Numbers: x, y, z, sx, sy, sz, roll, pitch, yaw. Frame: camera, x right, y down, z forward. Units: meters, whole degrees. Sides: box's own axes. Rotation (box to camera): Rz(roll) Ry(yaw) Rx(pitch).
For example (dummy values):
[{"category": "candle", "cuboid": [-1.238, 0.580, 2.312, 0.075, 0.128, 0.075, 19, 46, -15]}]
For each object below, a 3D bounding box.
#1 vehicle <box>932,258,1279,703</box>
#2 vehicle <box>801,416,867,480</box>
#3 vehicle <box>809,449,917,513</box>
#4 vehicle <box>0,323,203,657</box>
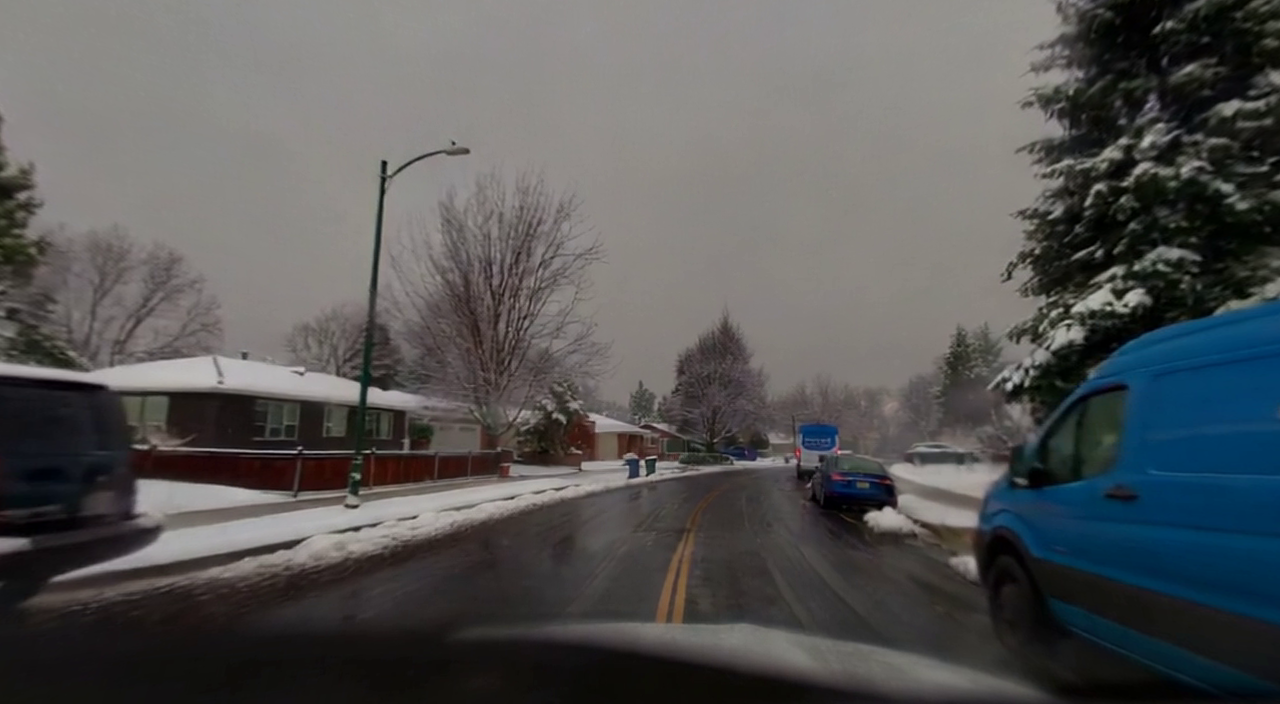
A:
[{"category": "vehicle", "cuboid": [3.547, 0.633, 1.640, 2.748, 2.031, 6.288, 0, -8, 2]}, {"category": "vehicle", "cuboid": [9.500, 4.648, 30.700, 2.684, 2.712, 6.197, -3, -9, 19]}, {"category": "vehicle", "cuboid": [5.497, 3.180, 16.147, 1.835, 1.349, 4.285, -1, -9, 9]}, {"category": "vehicle", "cuboid": [-7.209, 0.826, 4.388, 6.291, 2.113, 2.673, 2, -8, 1]}]
